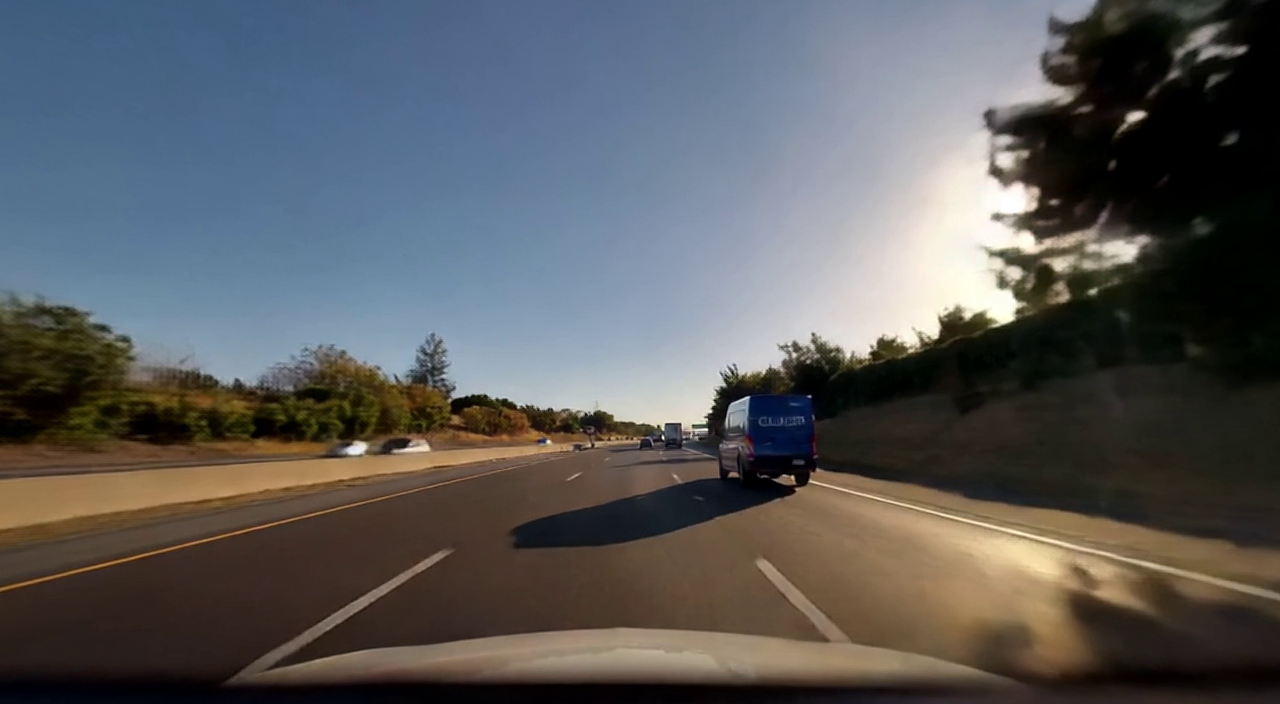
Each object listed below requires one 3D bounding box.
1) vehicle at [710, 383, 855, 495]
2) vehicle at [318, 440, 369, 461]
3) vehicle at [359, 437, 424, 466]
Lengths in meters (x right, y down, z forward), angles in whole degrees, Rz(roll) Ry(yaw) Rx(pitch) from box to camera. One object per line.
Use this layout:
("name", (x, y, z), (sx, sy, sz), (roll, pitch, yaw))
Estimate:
("vehicle", (3.602, 2.392, 17.360), (2.485, 2.562, 5.535), (0, -8, -2))
("vehicle", (-21.788, 7.210, 46.354), (1.803, 1.472, 3.887), (-1, -8, 1))
("vehicle", (-14.006, 5.612, 35.773), (1.965, 1.529, 4.212), (0, -8, 0))
